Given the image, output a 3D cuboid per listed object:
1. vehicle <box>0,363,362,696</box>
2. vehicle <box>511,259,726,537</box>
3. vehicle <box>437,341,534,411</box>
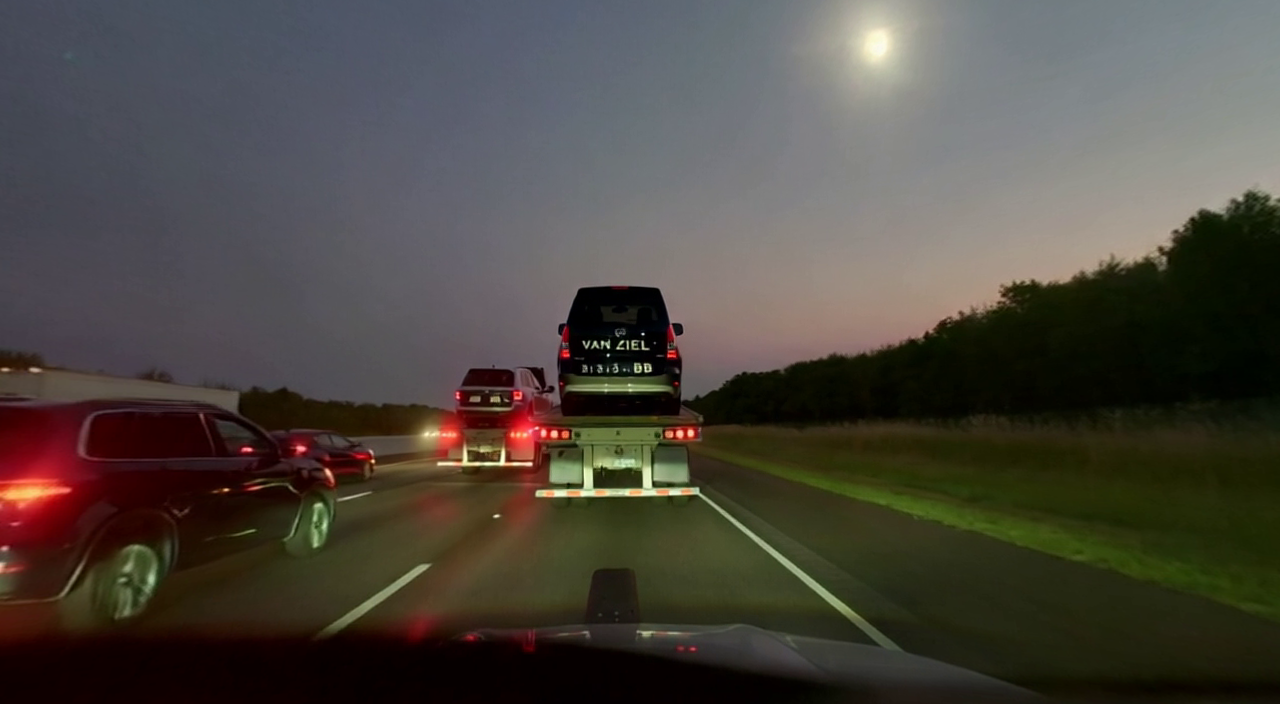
[{"bbox_3d":[-4.237,1.168,5.289,1.914,1.675,4.331,0,-7,-2],"label":"vehicle"},{"bbox_3d":[-0.428,1.150,12.863,2.738,3.628,9.223,0,-7,-2],"label":"vehicle"},{"bbox_3d":[-4.732,0.876,20.061,2.118,1.799,4.591,0,-7,-3],"label":"vehicle"}]
